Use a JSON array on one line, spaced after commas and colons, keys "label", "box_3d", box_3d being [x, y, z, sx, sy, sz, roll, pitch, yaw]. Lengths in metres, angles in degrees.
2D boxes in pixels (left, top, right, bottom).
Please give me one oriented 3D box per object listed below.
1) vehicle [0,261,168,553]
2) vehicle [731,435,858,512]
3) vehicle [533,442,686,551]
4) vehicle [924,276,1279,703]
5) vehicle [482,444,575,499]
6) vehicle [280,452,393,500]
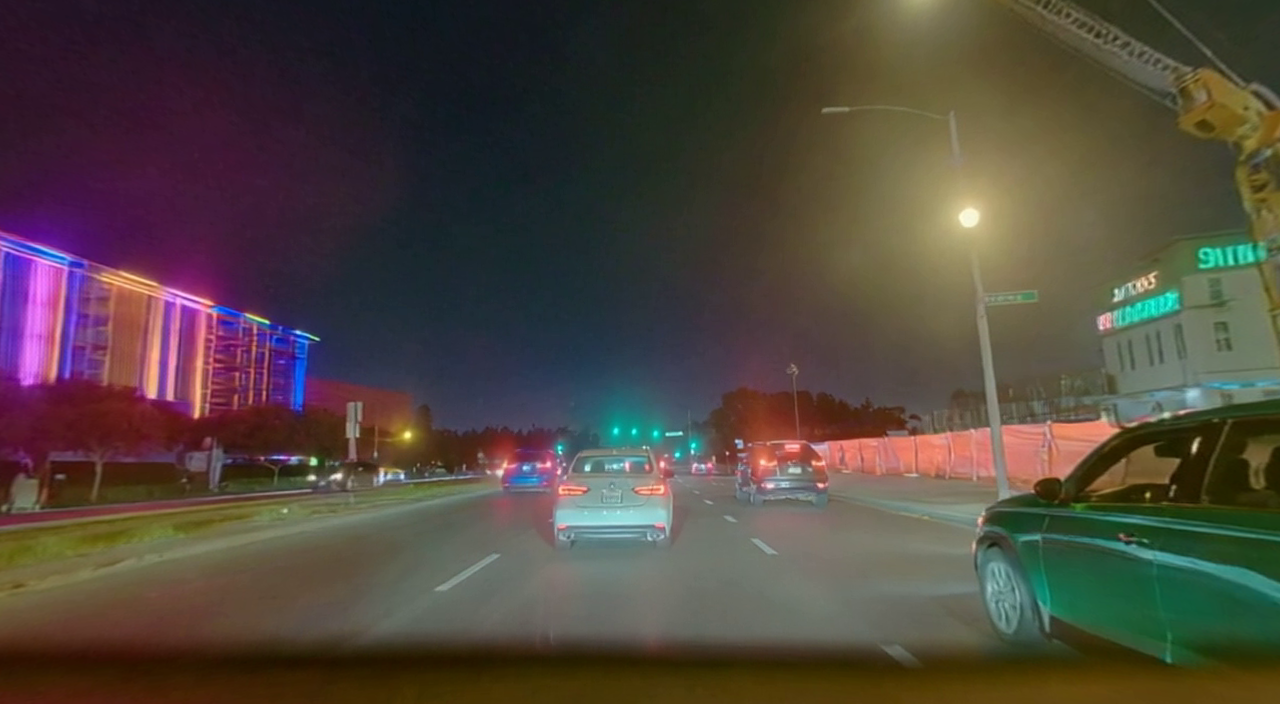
[{"label": "vehicle", "box_3d": [-9.110, 0.810, 8.480, 2.592, 3.548, 3.414, -2, -9, 4]}, {"label": "vehicle", "box_3d": [4.025, 3.238, 17.470, 2.185, 1.797, 4.934, 0, -8, -1]}, {"label": "vehicle", "box_3d": [-0.363, 2.325, 10.946, 2.131, 1.496, 4.193, 0, -8, 2]}, {"label": "vehicle", "box_3d": [3.509, 0.742, 2.661, 2.182, 1.954, 5.341, 0, -8, 1]}, {"label": "vehicle", "box_3d": [-3.705, 4.037, 21.823, 2.201, 1.691, 4.305, -1, -8, 3]}, {"label": "vehicle", "box_3d": [-12.633, 5.162, 26.749, 2.136, 1.764, 4.855, -1, -8, 4]}]
